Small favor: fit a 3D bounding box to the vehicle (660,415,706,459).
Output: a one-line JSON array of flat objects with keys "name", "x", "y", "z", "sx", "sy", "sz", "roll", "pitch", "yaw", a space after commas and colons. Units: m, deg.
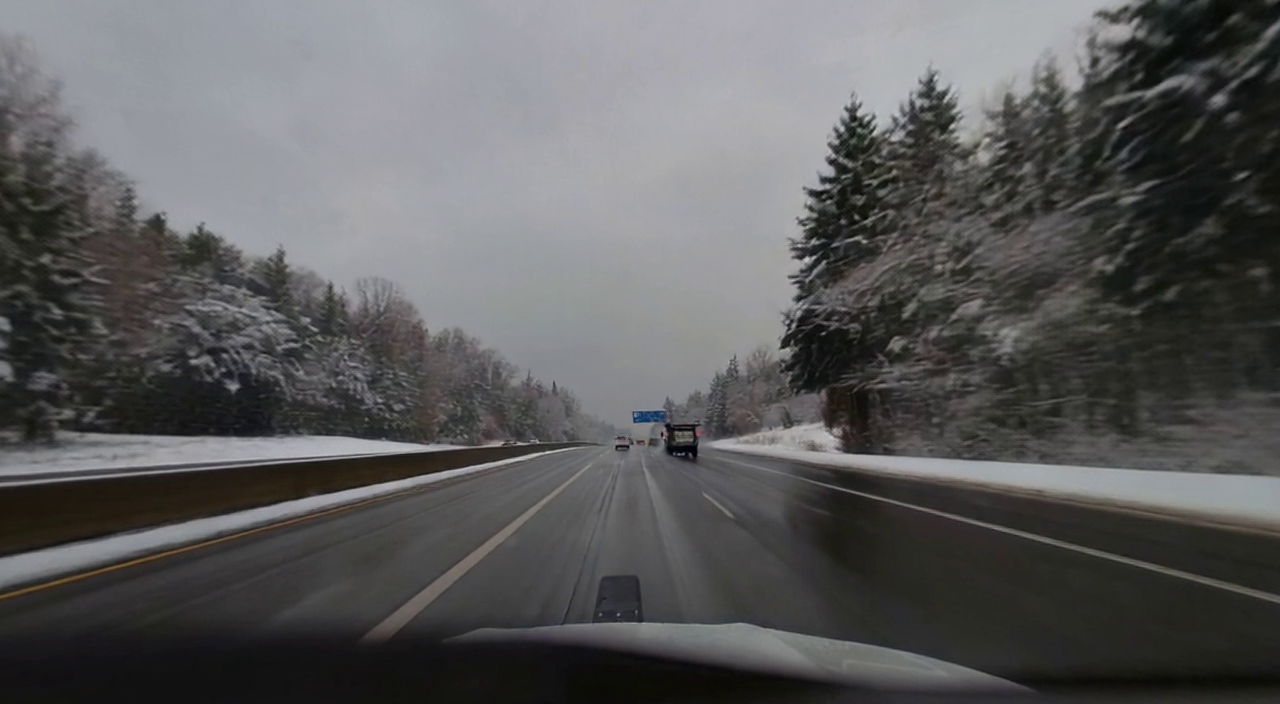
[{"name": "vehicle", "x": 2.655, "y": 5.469, "z": 40.579, "sx": 2.411, "sy": 2.614, "sz": 5.781, "roll": 0, "pitch": -8, "yaw": -1}]
